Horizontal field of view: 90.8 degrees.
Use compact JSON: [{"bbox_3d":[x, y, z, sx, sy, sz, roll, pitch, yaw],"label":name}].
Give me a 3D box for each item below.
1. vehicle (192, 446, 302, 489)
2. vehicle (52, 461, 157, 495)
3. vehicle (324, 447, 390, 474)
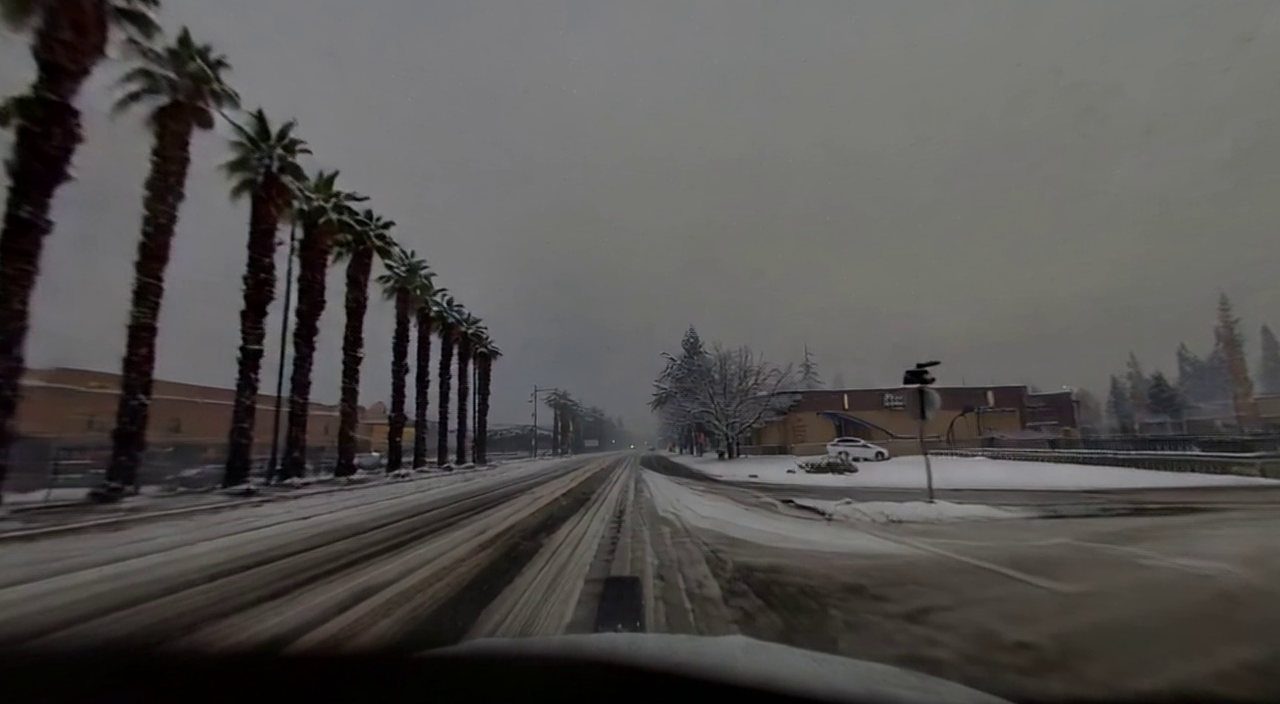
[{"bbox_3d":[-16.851,4.939,27.402,2.019,1.694,4.401,0,-9,-1],"label":"vehicle"},{"bbox_3d":[-27.266,6.391,32.370,1.771,1.494,4.088,0,-9,-1],"label":"vehicle"},{"bbox_3d":[-20.640,7.931,46.430,2.226,1.860,5.857,0,-9,-1],"label":"vehicle"}]
